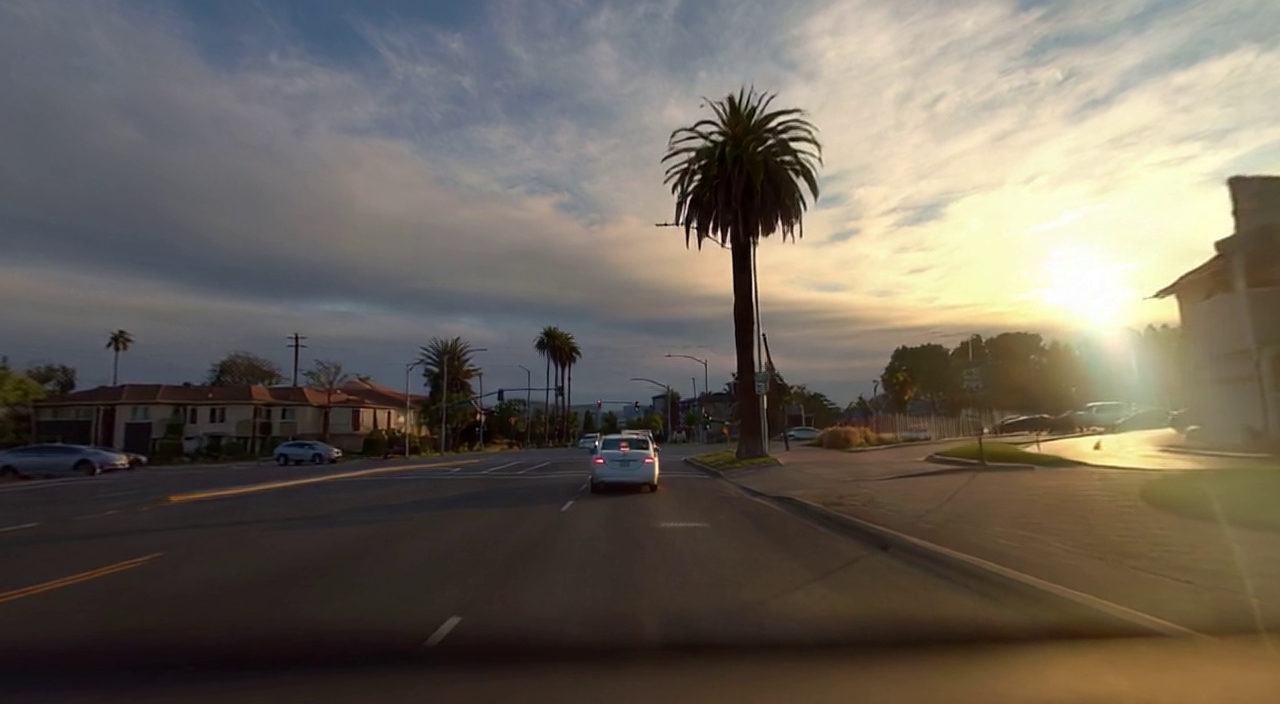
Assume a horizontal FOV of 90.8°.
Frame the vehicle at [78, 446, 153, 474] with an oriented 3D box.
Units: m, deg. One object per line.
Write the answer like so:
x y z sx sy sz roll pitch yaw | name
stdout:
-36.171 7.422 43.700 1.757 1.803 4.000 0 -9 -2 | vehicle

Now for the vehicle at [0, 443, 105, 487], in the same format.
-23.719 4.361 24.299 1.974 1.470 4.892 -5 -7 2 | vehicle

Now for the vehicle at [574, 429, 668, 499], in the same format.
-0.377 2.774 15.919 2.060 1.526 3.859 0 -9 1 | vehicle

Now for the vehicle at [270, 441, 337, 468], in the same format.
-22.860 6.974 43.175 1.990 1.752 4.673 0 -9 0 | vehicle
